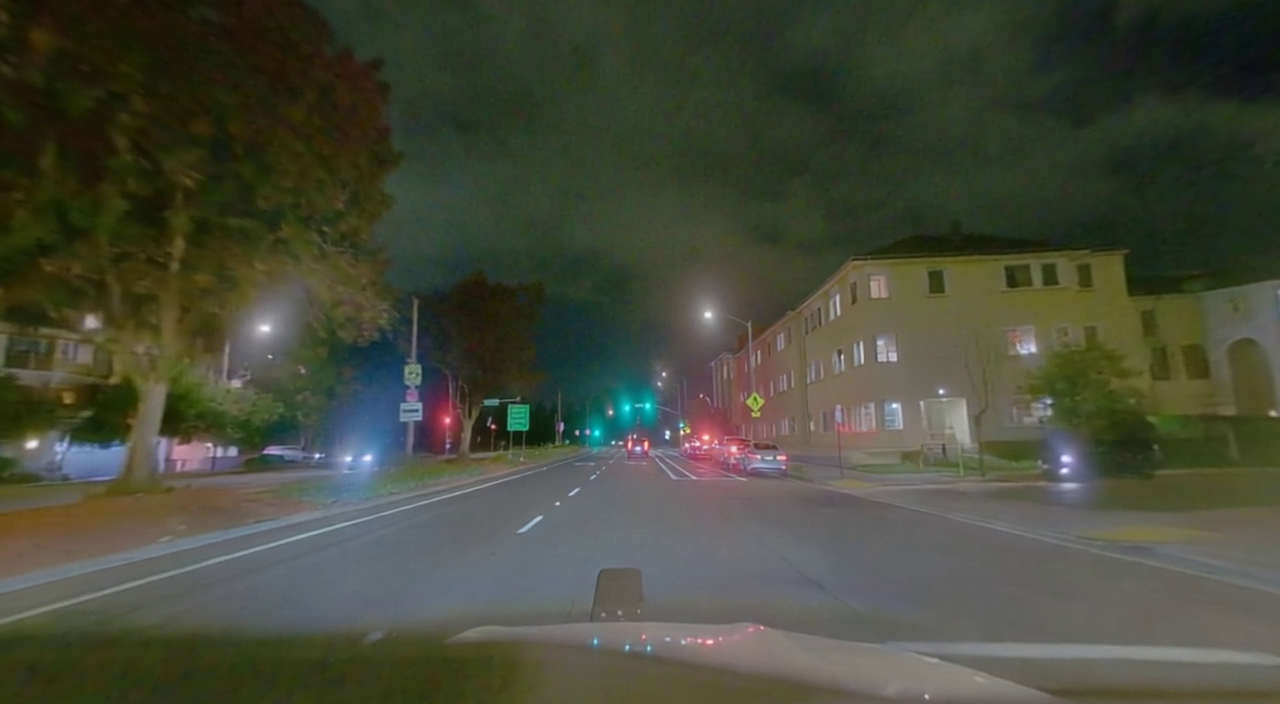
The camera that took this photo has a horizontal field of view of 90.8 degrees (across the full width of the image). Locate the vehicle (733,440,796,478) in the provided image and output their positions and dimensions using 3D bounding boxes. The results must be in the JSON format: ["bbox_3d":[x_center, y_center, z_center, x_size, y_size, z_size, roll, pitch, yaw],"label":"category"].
[{"bbox_3d":[5.679,4.941,29.372,1.940,1.584,4.553,0,-9,0],"label":"vehicle"}]

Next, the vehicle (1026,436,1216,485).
[{"bbox_3d":[15.641,3.542,20.753,4.565,1.463,2.084,0,-9,-2],"label":"vehicle"}]

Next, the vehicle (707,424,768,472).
[{"bbox_3d":[5.396,5.444,35.870,2.324,2.468,6.422,0,-9,-1],"label":"vehicle"}]

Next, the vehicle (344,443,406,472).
[{"bbox_3d":[-16.495,6.559,39.562,1.957,1.705,4.346,0,-9,0],"label":"vehicle"}]

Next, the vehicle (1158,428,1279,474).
[{"bbox_3d":[23.891,4.003,25.623,1.834,1.674,4.458,0,-9,-2],"label":"vehicle"}]
